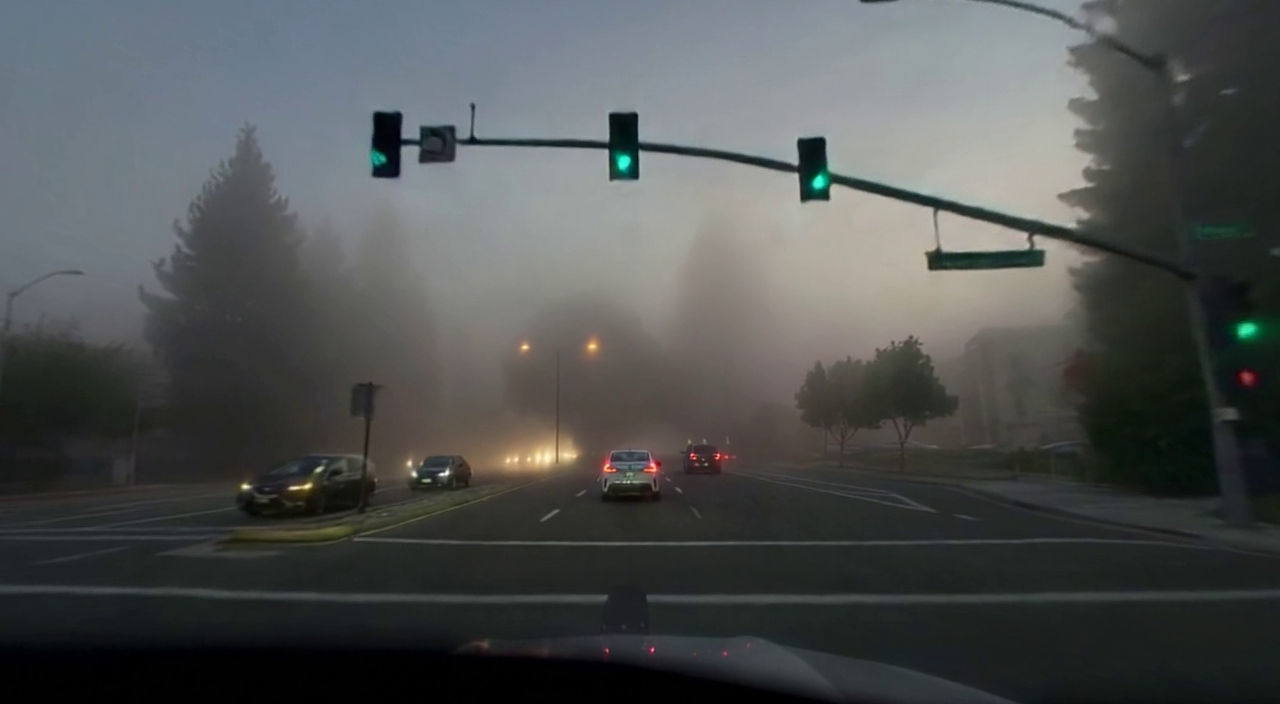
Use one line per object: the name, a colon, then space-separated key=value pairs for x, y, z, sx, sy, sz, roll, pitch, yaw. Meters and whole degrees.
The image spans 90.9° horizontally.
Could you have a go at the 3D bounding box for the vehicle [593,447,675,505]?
vehicle: x=-0.165 y=3.531 z=18.489 sx=2.140 sy=1.474 sz=4.026 roll=0 pitch=-8 yaw=0

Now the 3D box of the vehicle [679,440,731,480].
vehicle: x=3.107 y=5.292 z=31.185 sx=2.073 sy=1.822 sz=4.276 roll=0 pitch=-8 yaw=-1

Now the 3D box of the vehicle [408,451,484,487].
vehicle: x=-8.753 y=5.286 z=28.849 sx=2.035 sy=1.463 sz=4.527 roll=0 pitch=-8 yaw=0

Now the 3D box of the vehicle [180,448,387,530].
vehicle: x=-8.239 y=3.165 z=15.277 sx=2.121 sy=1.513 sz=4.832 roll=-2 pitch=-8 yaw=2
